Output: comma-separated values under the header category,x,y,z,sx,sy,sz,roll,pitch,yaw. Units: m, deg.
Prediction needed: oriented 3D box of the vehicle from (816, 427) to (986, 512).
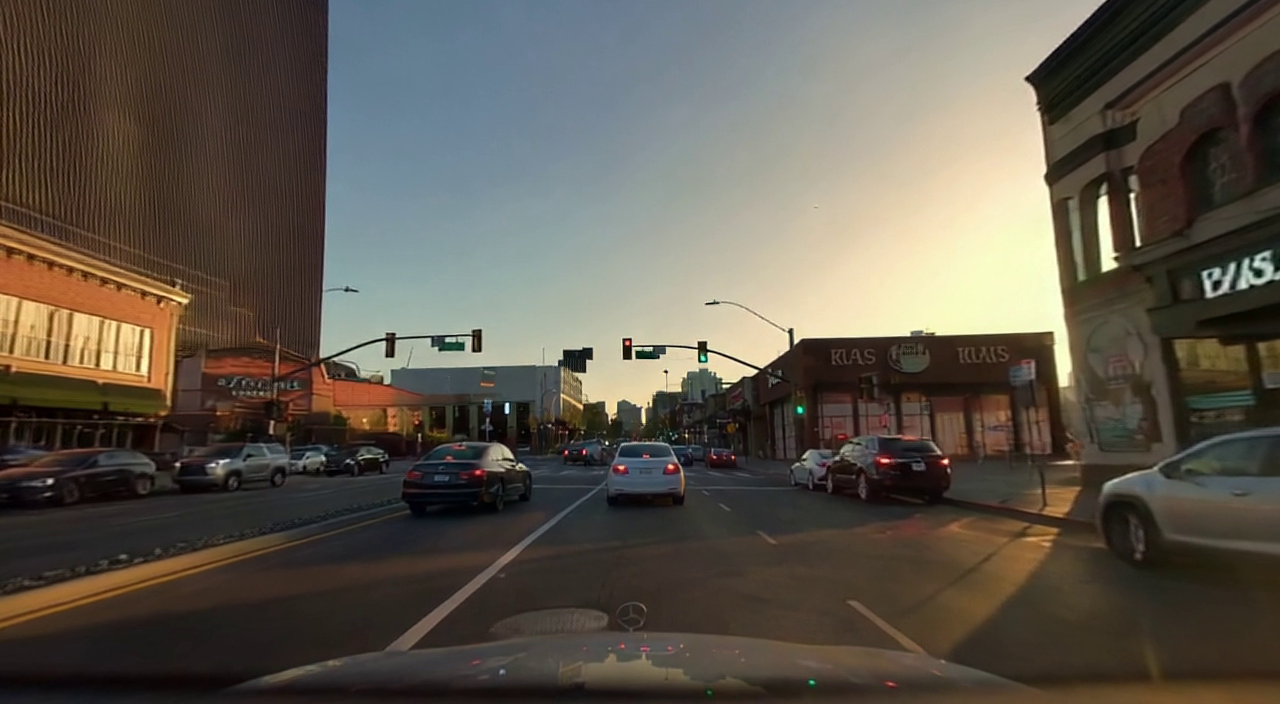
category,x,y,z,sx,sy,sz,roll,pitch,yaw
vehicle,6.579,3.020,16.765,2.289,1.867,5.322,0,-9,1

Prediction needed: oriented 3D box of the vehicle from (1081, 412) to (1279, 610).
category,x,y,z,sx,sy,sz,roll,pitch,yaw
vehicle,6.598,1.402,5.595,1.986,1.722,4.516,0,-9,-1

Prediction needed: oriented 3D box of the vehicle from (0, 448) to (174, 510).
category,x,y,z,sx,sy,sz,roll,pitch,yaw
vehicle,-17.094,3.824,19.543,1.888,1.692,4.356,0,-9,0

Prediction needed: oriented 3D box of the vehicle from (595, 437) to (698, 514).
category,x,y,z,sx,sy,sz,roll,pitch,yaw
vehicle,0.102,2.753,14.530,2.037,1.484,4.073,0,-9,-1

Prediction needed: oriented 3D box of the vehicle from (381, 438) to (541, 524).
category,x,y,z,sx,sy,sz,roll,pitch,yaw
vehicle,-3.431,2.552,13.044,1.950,1.450,4.257,0,-9,1

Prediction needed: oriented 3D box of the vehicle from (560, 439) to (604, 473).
category,x,y,z,sx,sy,sz,roll,pitch,yaw
vehicle,-3.104,5.688,34.535,2.007,1.736,4.185,0,-9,1

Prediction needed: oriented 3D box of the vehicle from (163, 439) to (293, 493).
category,x,y,z,sx,sy,sz,roll,pitch,yaw
vehicle,-16.817,4.646,26.205,2.239,1.963,5.779,1,-9,-9

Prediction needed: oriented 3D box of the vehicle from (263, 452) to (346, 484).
category,x,y,z,sx,sy,sz,roll,pitch,yaw
vehicle,-17.179,5.926,32.507,1.774,1.436,4.473,0,-9,1
